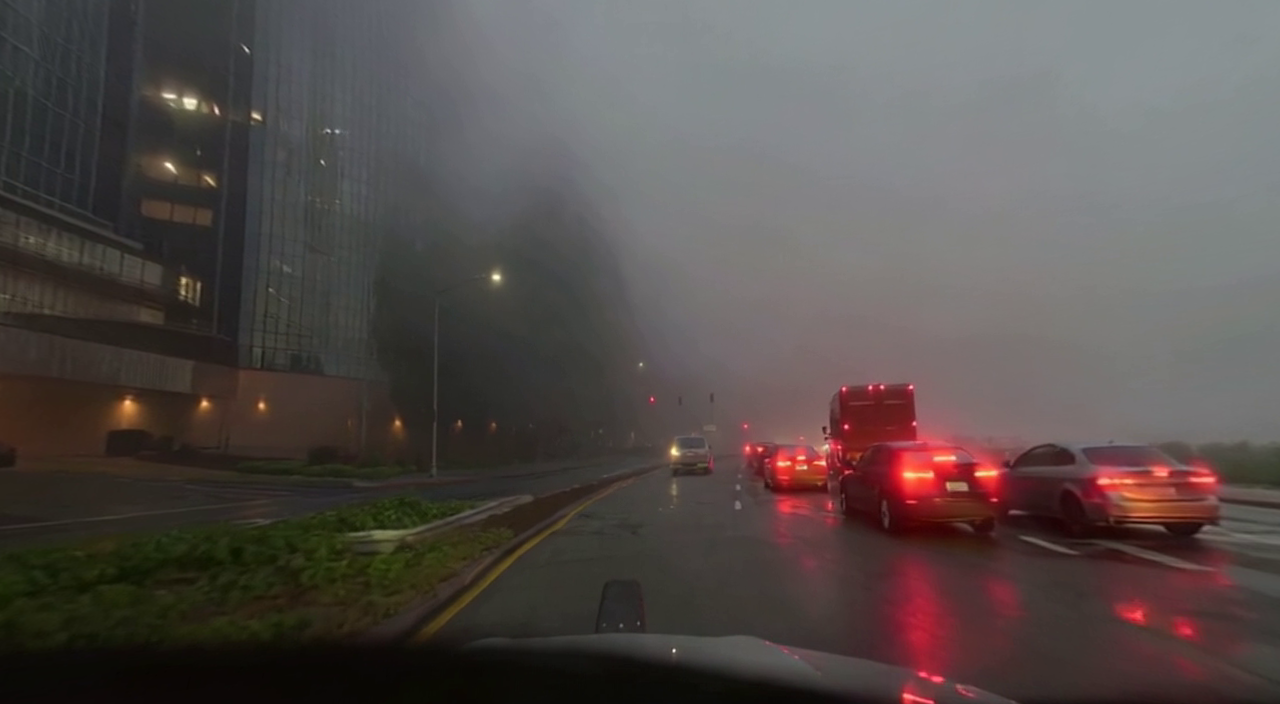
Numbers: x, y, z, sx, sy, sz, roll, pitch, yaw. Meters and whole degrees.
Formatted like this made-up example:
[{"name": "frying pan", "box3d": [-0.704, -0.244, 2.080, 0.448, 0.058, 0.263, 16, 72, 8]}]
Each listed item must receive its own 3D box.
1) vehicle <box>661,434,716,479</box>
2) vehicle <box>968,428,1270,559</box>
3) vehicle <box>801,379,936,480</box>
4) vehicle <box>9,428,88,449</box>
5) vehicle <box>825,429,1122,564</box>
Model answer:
[{"name": "vehicle", "box3d": [2.134, 4.412, 26.802, 2.121, 1.728, 4.161, -1, -9, 7]}, {"name": "vehicle", "box3d": [7.093, 2.084, 9.997, 1.983, 1.628, 3.885, -1, -9, 6]}, {"name": "vehicle", "box3d": [9.952, 3.807, 29.535, 3.128, 3.616, 13.736, -1, -9, 8]}, {"name": "vehicle", "box3d": [-45.132, 6.627, 48.107, 4.011, 1.600, 1.776, 1, -9, -6]}, {"name": "vehicle", "box3d": [4.471, 1.974, 9.351, 2.183, 1.553, 3.923, 0, -9, -1]}]
